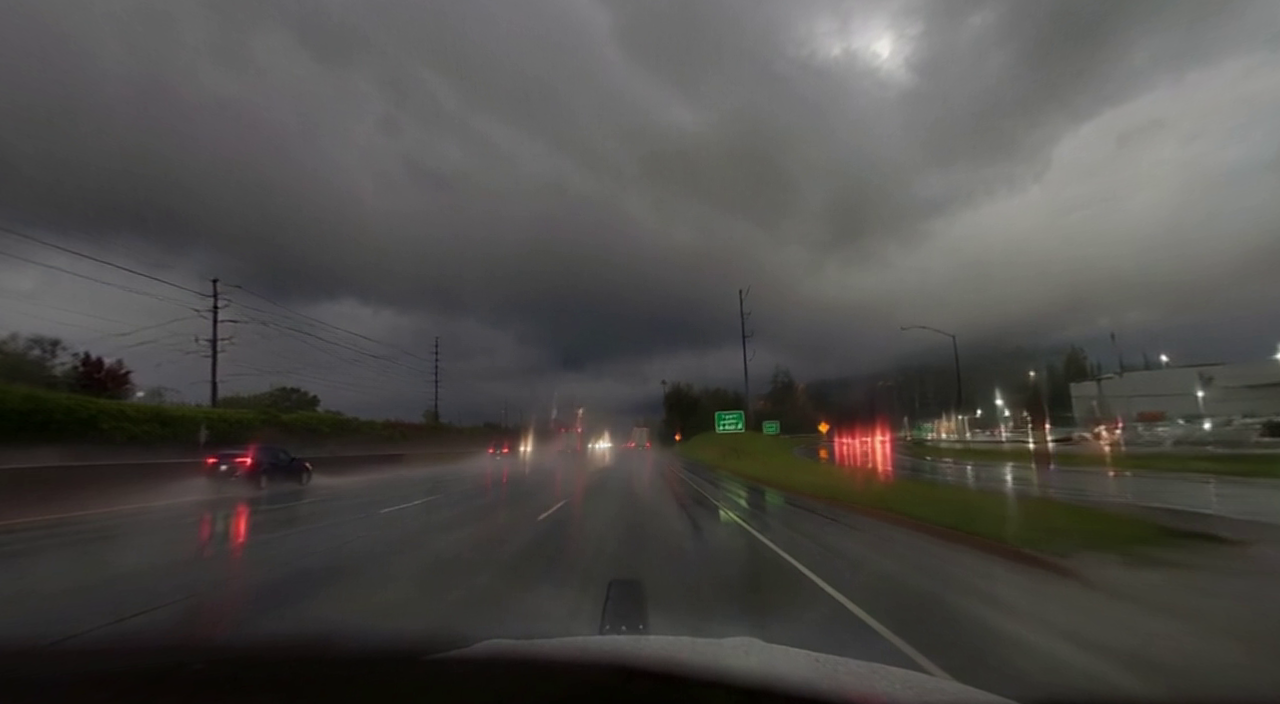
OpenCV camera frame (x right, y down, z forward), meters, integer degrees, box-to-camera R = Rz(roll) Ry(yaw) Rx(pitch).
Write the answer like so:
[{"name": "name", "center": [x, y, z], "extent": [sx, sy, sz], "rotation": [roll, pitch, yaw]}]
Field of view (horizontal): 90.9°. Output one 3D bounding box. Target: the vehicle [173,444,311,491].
[{"name": "vehicle", "center": [-13.901, 4.029, 22.419], "extent": [1.988, 1.477, 4.442], "rotation": [0, -8, 0]}]
